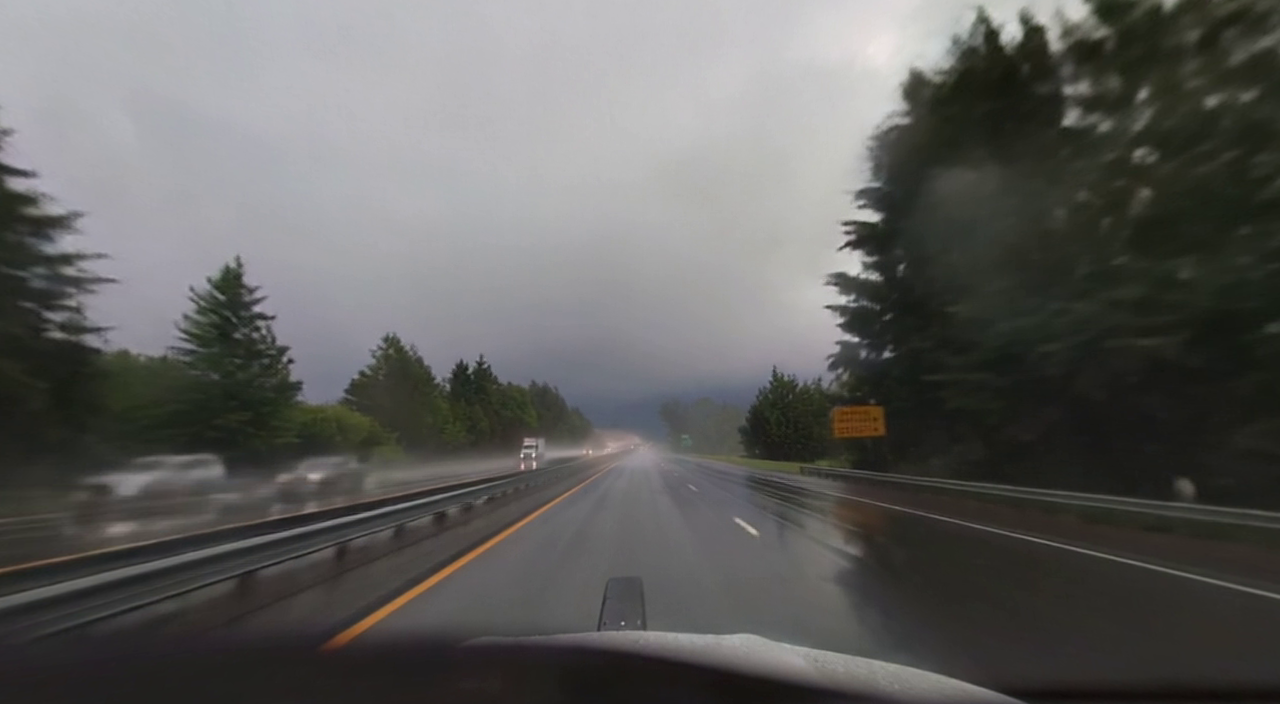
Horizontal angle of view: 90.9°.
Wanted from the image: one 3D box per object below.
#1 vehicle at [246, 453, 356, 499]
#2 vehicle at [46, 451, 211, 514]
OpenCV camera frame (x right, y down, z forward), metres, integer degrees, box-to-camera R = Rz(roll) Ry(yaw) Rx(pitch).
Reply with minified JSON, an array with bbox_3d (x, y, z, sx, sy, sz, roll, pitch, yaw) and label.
[{"bbox_3d":[-12.888,4.714,24.305,1.934,1.588,4.100,0,-9,0],"label":"vehicle"},{"bbox_3d":[-16.687,4.222,20.917,1.864,1.845,4.249,0,-9,0],"label":"vehicle"}]
